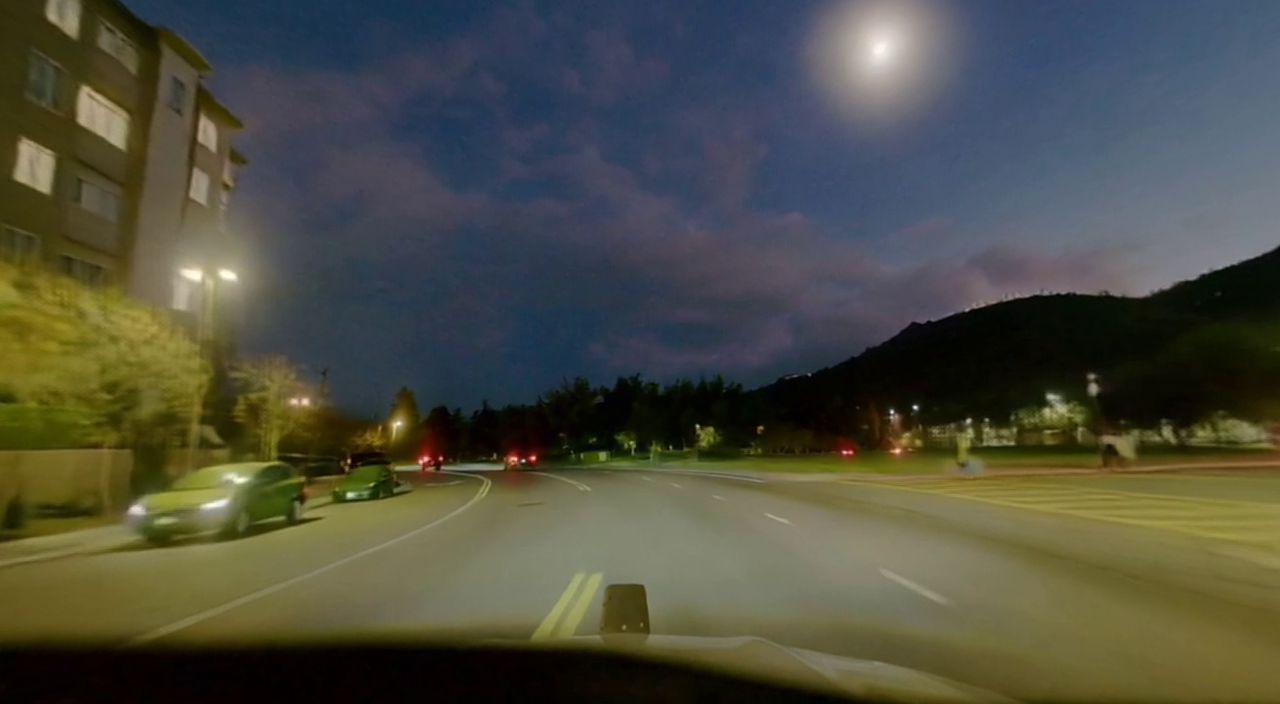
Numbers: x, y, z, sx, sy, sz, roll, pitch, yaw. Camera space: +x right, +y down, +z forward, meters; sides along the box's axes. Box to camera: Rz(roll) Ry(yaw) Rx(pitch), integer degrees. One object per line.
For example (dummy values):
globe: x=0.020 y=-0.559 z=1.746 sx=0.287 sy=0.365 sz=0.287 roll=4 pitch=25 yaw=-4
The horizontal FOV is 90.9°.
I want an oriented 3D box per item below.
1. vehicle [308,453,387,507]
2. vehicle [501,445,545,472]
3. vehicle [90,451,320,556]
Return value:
vehicle: x=-10.783 y=4.688 z=23.515 sx=1.908 sy=1.602 sz=4.279 roll=-2 pitch=-8 yaw=-15
vehicle: x=-8.511 y=7.658 z=45.527 sx=2.000 sy=1.809 sz=4.405 roll=3 pitch=-9 yaw=-25
vehicle: x=-8.537 y=2.918 z=12.992 sx=1.994 sy=1.697 sz=4.436 roll=1 pitch=-9 yaw=-7
